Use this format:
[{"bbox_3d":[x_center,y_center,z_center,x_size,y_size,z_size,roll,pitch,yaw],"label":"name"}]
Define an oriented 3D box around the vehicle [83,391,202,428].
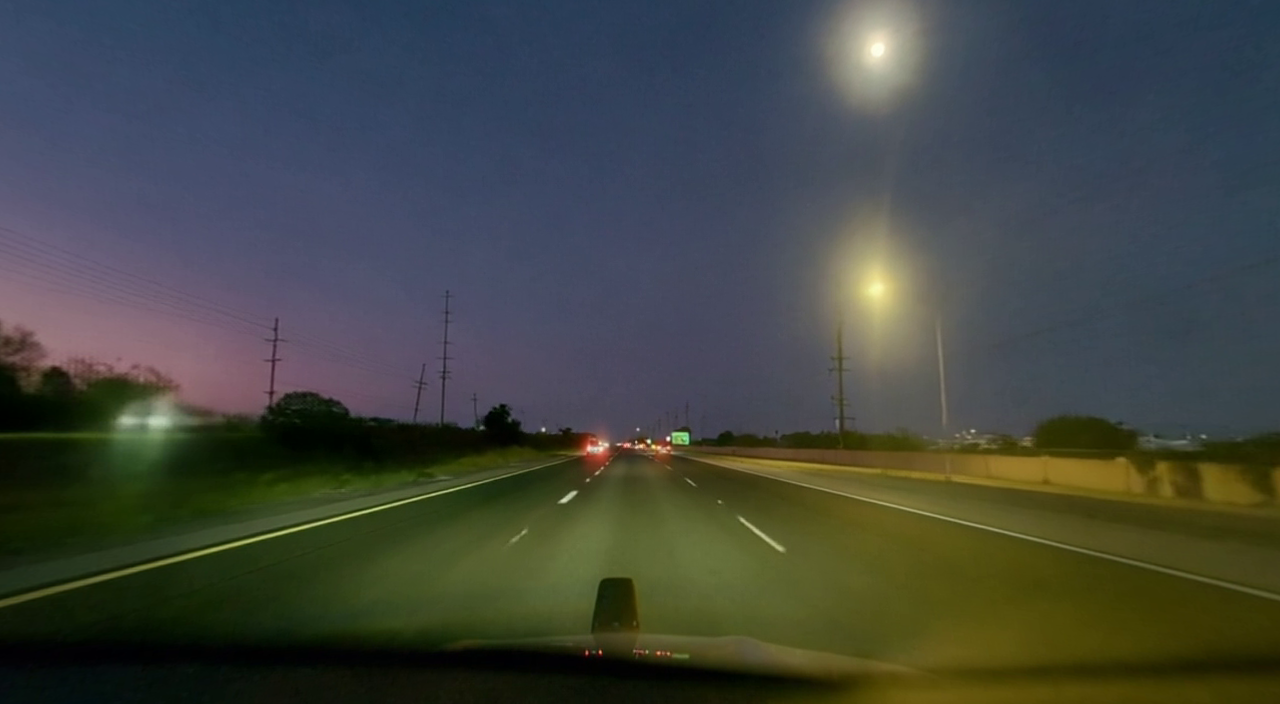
[{"bbox_3d":[-24.944,2.955,31.953,2.013,1.582,4.900,0,-8,0],"label":"vehicle"}]
